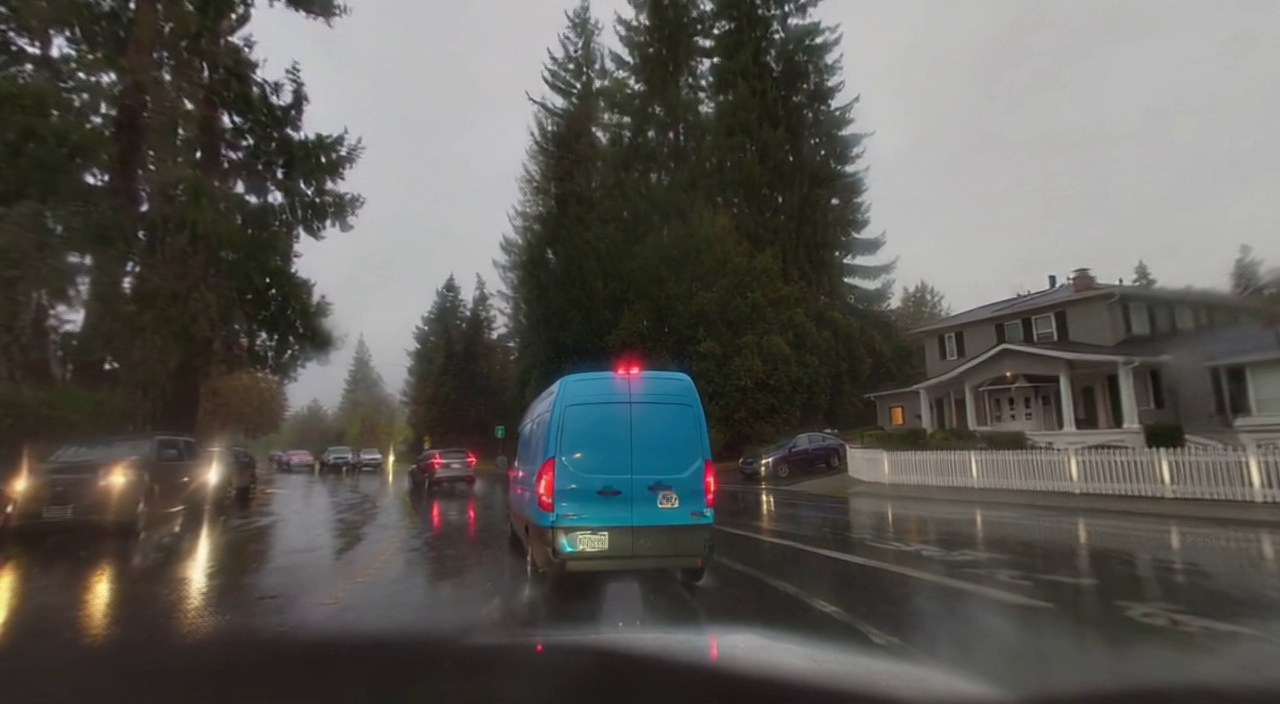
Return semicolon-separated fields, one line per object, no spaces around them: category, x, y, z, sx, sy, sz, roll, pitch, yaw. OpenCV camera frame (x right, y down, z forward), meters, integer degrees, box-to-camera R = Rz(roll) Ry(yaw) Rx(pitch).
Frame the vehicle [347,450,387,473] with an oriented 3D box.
vehicle;-19.270;7.648;44.462;1.911;1.493;4.291;5;-10;-31

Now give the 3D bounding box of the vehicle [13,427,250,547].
vehicle;-9.875;2.581;12.978;2.228;1.871;5.492;3;-9;-22

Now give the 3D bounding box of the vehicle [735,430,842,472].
vehicle;6.746;4.469;28.575;4.559;1.754;1.985;5;-10;-31

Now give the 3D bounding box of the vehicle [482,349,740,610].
vehicle;-0.768;1.411;7.803;2.213;2.124;4.809;2;-9;-14

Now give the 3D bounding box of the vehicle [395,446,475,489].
vehicle;-7.885;4.320;24.007;2.008;1.445;4.386;5;-10;-29
